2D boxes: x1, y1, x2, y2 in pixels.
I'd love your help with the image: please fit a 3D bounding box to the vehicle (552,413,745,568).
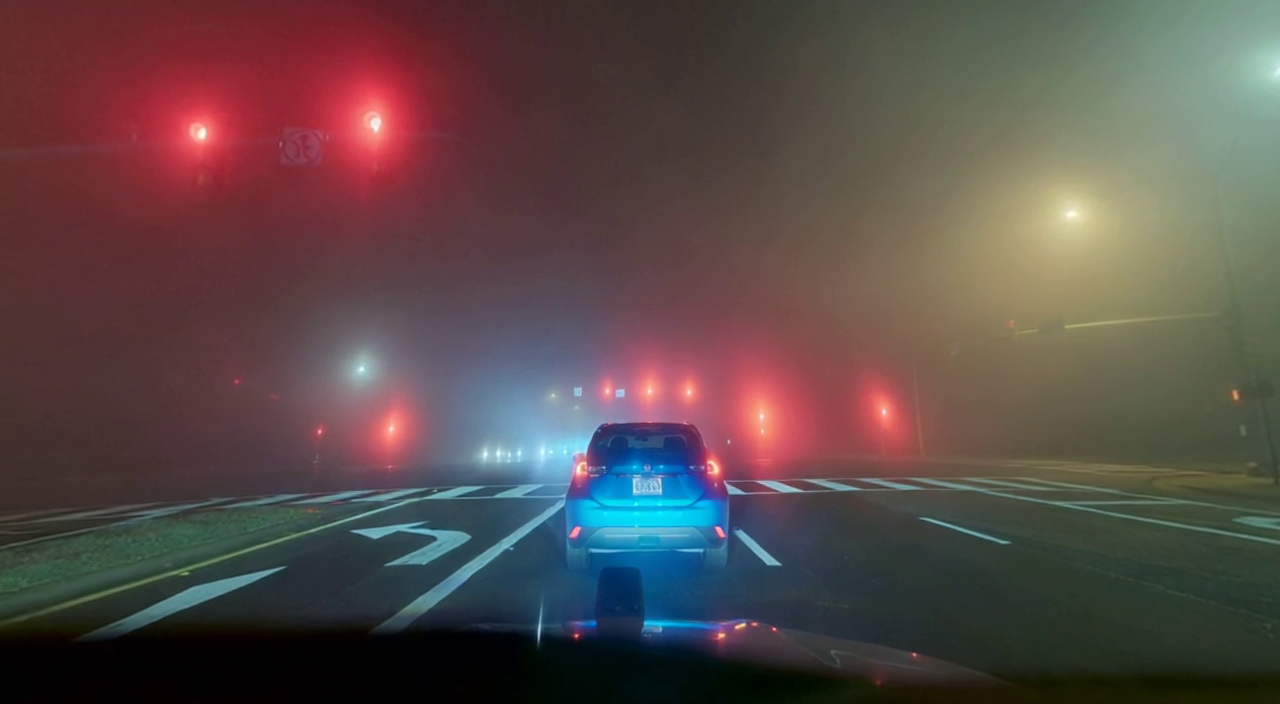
[{"bbox_3d":[0.046,1.754,8.705,2.027,1.626,3.942,0,-8,-1],"label":"vehicle"}]
